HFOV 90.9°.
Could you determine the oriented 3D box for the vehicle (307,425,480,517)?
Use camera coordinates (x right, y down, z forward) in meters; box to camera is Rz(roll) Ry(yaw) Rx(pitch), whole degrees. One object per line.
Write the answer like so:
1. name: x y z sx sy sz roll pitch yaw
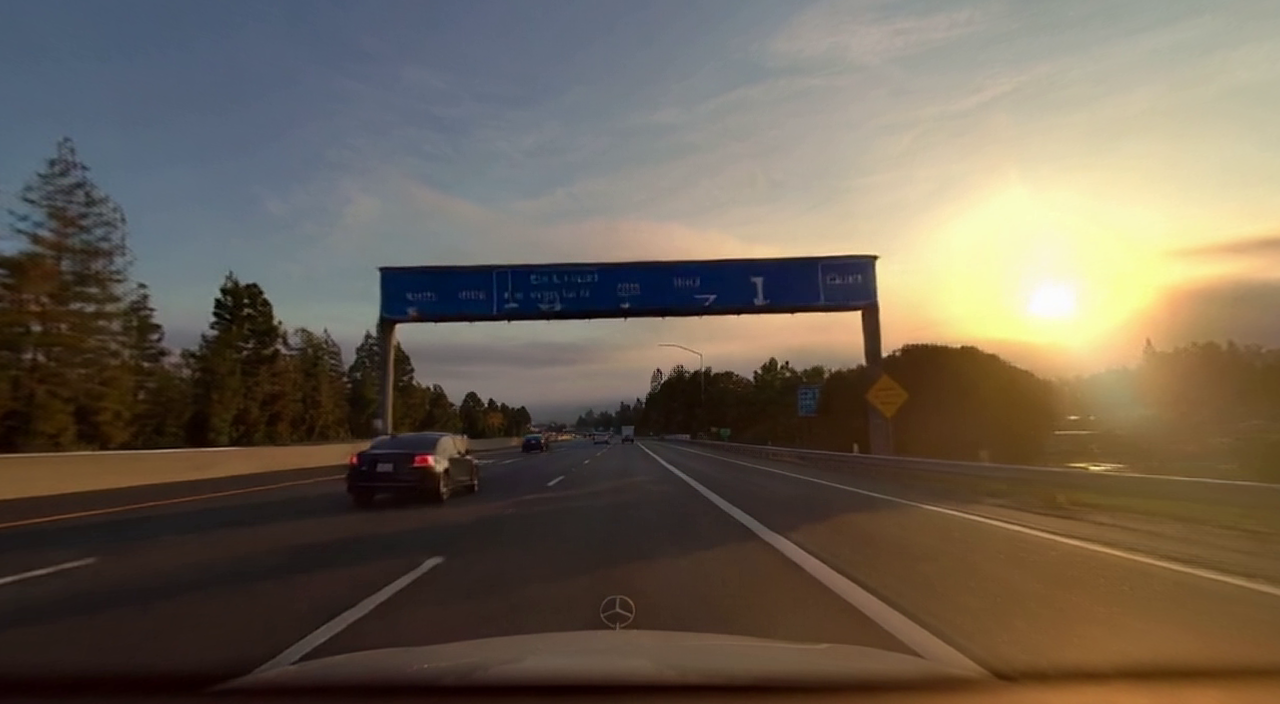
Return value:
1. vehicle: -4.565 2.219 12.340 1.912 1.495 3.703 0 -8 -1
